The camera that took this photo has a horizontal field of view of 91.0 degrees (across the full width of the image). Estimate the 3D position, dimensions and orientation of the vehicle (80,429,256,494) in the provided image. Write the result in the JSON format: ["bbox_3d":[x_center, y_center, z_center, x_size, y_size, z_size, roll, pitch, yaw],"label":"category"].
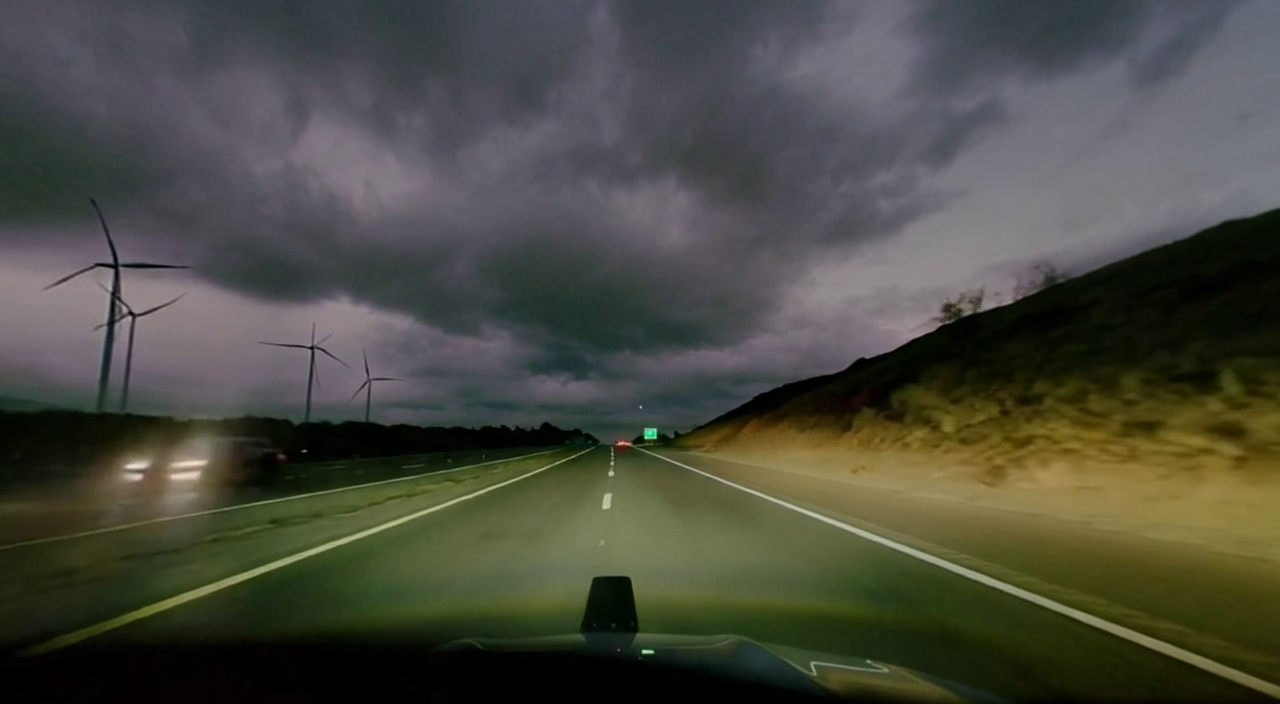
[{"bbox_3d":[-13.529,3.133,18.446,1.933,1.639,4.239,0,-8,-2],"label":"vehicle"}]
